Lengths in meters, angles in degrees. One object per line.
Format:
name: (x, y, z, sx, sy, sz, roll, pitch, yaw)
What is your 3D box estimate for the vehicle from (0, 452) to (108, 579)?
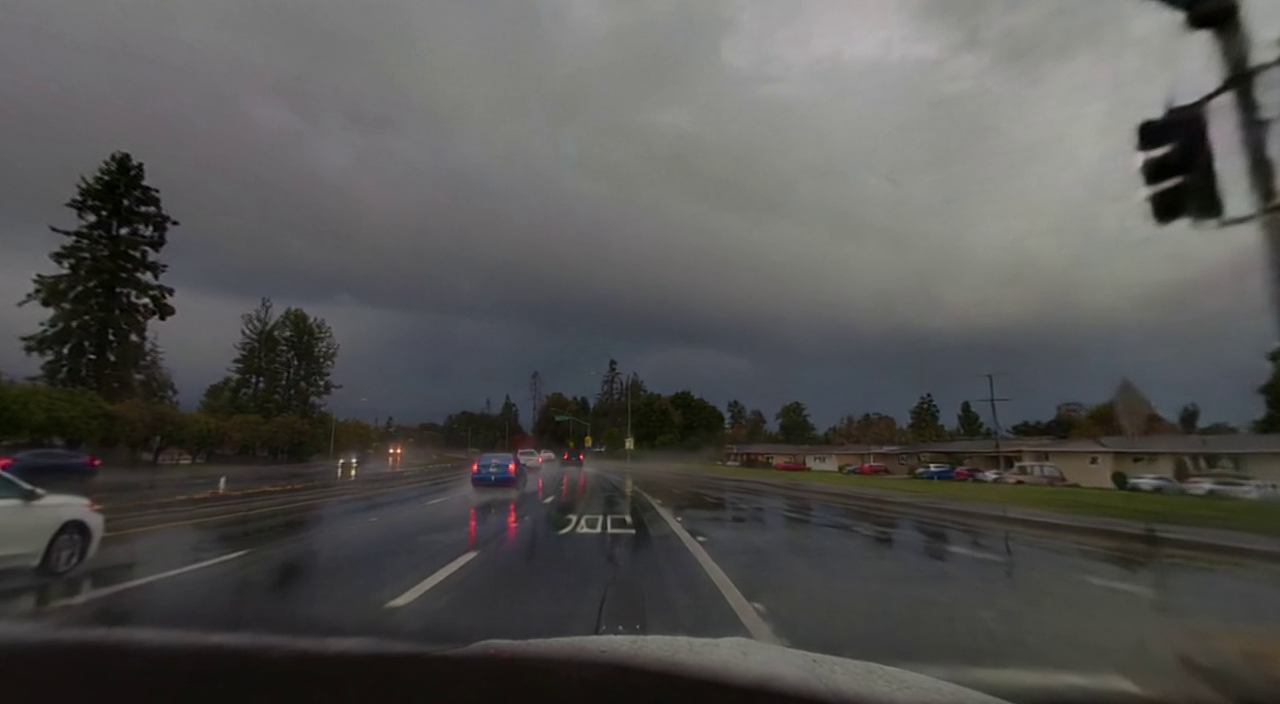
vehicle: (-8.298, 1.787, 6.615, 1.889, 1.429, 4.029, 0, -9, 1)

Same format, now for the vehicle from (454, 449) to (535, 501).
vehicle: (-5.063, 4.328, 22.709, 2.098, 1.613, 4.606, 0, -9, -4)

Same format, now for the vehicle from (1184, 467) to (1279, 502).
vehicle: (36.831, 8.085, 38.873, 1.888, 1.758, 5.043, 1, -9, -5)

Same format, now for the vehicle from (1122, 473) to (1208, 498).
vehicle: (36.196, 9.184, 43.720, 1.698, 1.438, 4.442, 1, -9, -8)
